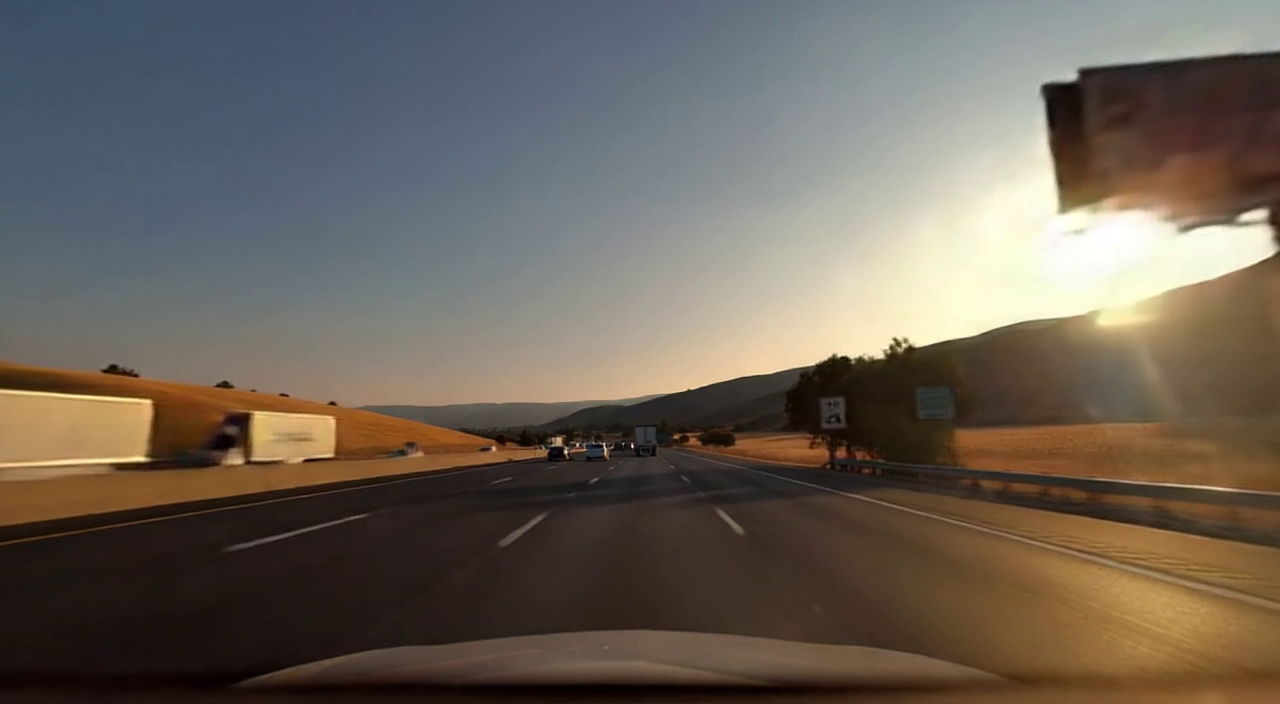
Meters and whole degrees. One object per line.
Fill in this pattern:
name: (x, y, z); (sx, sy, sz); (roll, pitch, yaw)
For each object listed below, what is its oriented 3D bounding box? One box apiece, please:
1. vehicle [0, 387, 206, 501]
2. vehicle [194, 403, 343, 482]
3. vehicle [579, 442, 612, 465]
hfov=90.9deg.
vehicle: (-24.989, 3.781, 25.885); (2.879, 4.158, 16.173); (0, -8, 0)
vehicle: (-20.659, 5.152, 35.956); (3.039, 3.894, 8.649); (0, -8, 1)
vehicle: (-3.200, 7.421, 46.332); (2.042, 1.532, 4.396); (0, -8, 1)
